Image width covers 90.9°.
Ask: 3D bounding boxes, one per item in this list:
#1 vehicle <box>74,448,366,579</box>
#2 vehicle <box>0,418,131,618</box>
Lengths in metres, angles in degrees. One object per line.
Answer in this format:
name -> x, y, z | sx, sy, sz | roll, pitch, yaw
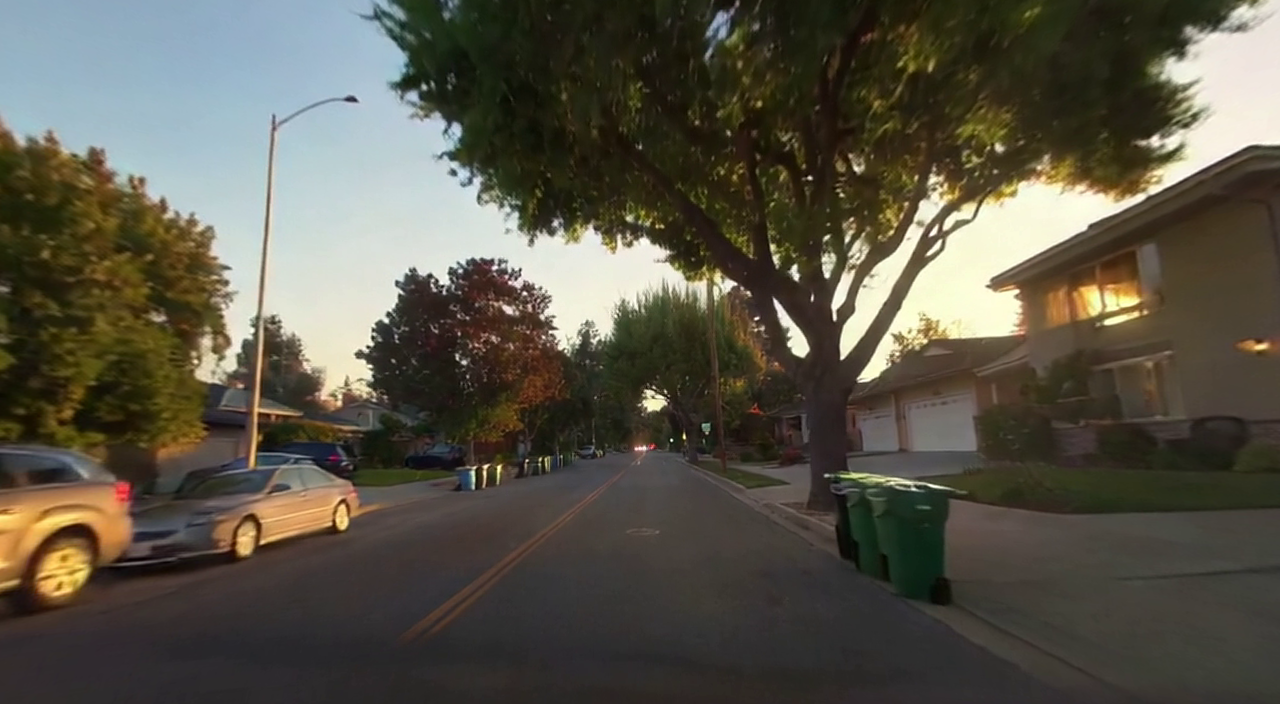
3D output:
vehicle -> -6.445, 2.447, 10.431 | 1.880, 1.458, 4.292 | -4, -7, 1
vehicle -> -6.587, 1.438, 4.644 | 1.890, 1.723, 4.539 | -6, -7, 1
